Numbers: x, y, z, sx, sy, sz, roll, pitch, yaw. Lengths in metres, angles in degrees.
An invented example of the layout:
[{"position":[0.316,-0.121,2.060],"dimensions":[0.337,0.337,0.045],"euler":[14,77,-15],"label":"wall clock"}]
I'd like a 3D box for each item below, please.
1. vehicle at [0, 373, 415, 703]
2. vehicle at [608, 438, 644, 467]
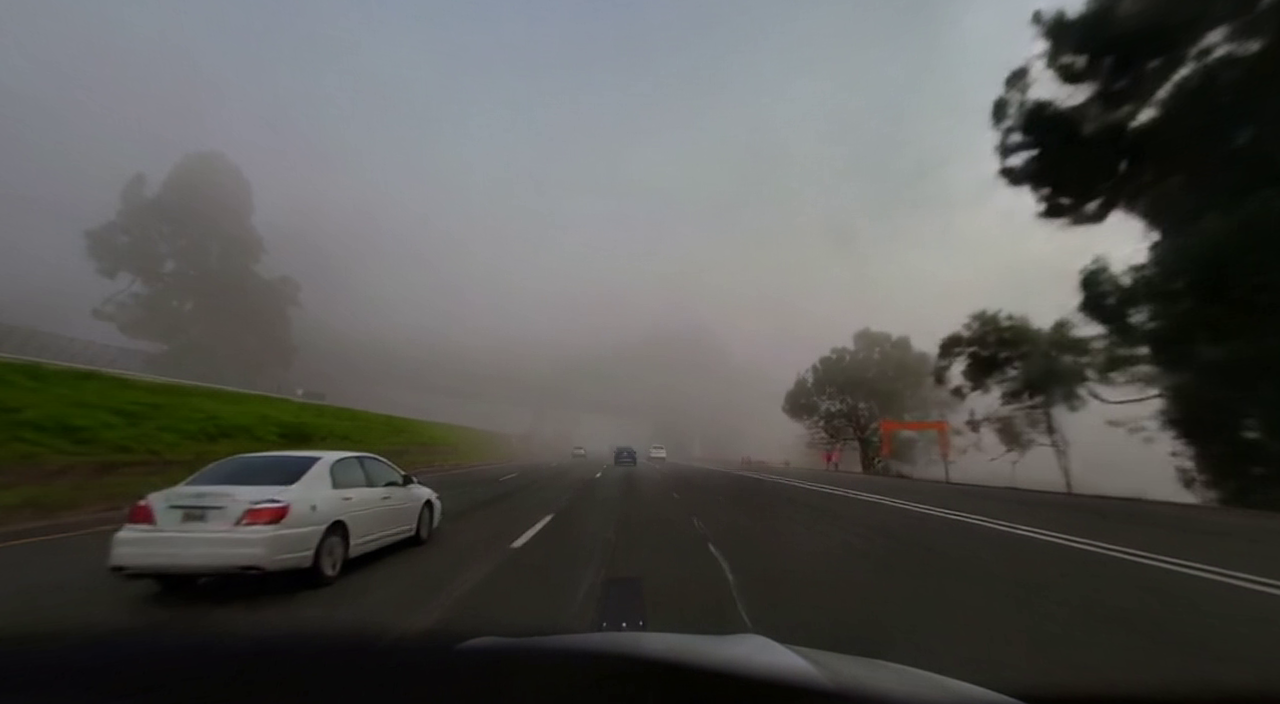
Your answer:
[{"position":[-3.821,1.257,5.255],"dimensions":[2.114,1.650,4.730],"euler":[0,-8,0],"label":"vehicle"},{"position":[-1.001,6.802,42.959],"dimensions":[2.328,1.805,4.502],"euler":[0,-8,-3],"label":"vehicle"}]
